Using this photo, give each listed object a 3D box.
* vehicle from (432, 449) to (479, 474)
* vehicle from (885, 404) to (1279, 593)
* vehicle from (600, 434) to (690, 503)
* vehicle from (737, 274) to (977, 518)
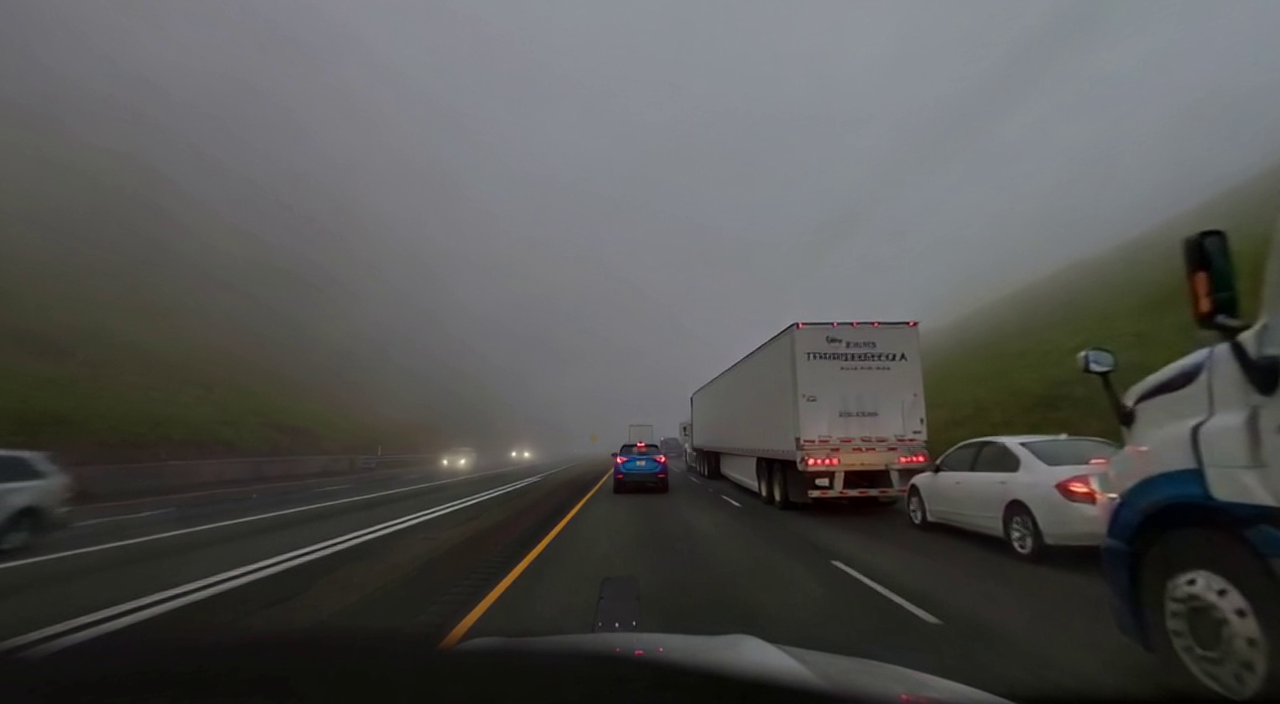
[{"bbox_3d":[-11.961,7.103,40.997,1.940,1.495,3.889,-1,-8,-1],"label":"vehicle"},{"bbox_3d":[5.469,1.605,7.970,1.888,1.591,4.815,1,-8,-14],"label":"vehicle"},{"bbox_3d":[0.078,2.919,16.235,2.045,1.507,3.763,-1,-8,-1],"label":"vehicle"},{"bbox_3d":[4.453,1.429,15.850,3.235,4.197,9.908,-1,-8,5],"label":"vehicle"}]
